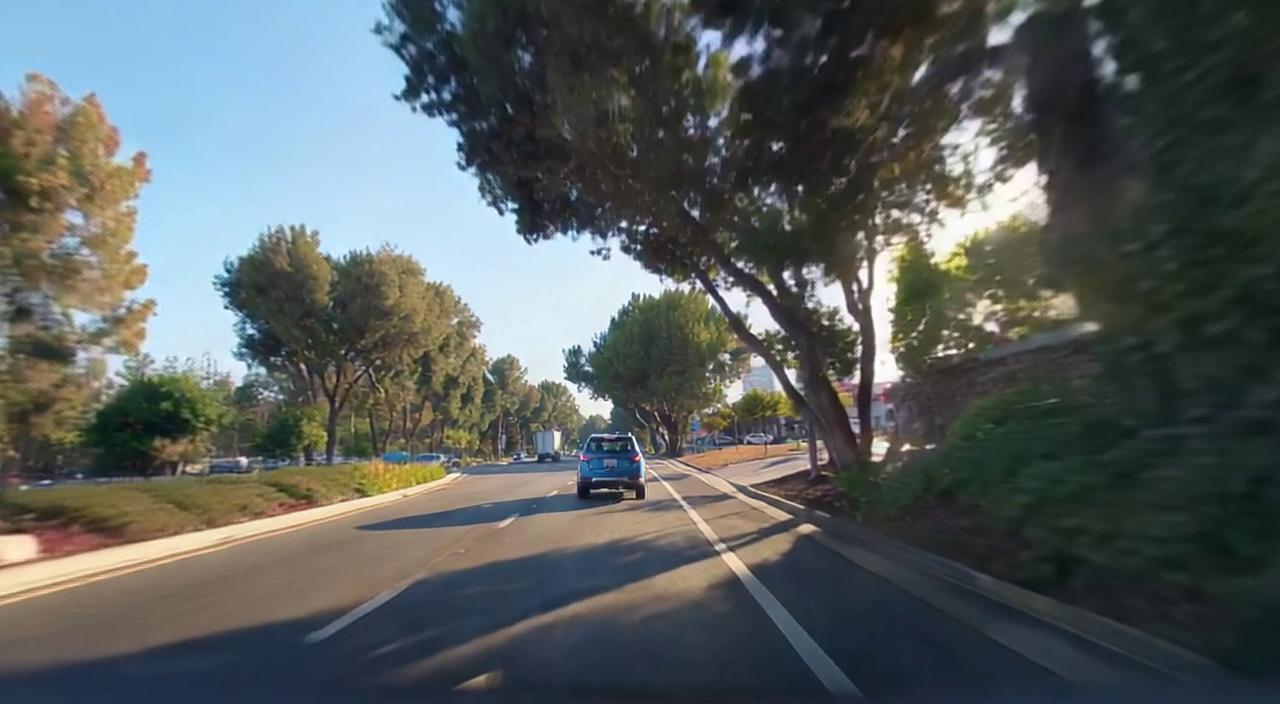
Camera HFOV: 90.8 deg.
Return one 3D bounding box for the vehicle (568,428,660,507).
[{"bbox_3d":[-0.655,3.012,16.850,2.131,1.761,4.242,-1,-9,-1],"label":"vehicle"}]
